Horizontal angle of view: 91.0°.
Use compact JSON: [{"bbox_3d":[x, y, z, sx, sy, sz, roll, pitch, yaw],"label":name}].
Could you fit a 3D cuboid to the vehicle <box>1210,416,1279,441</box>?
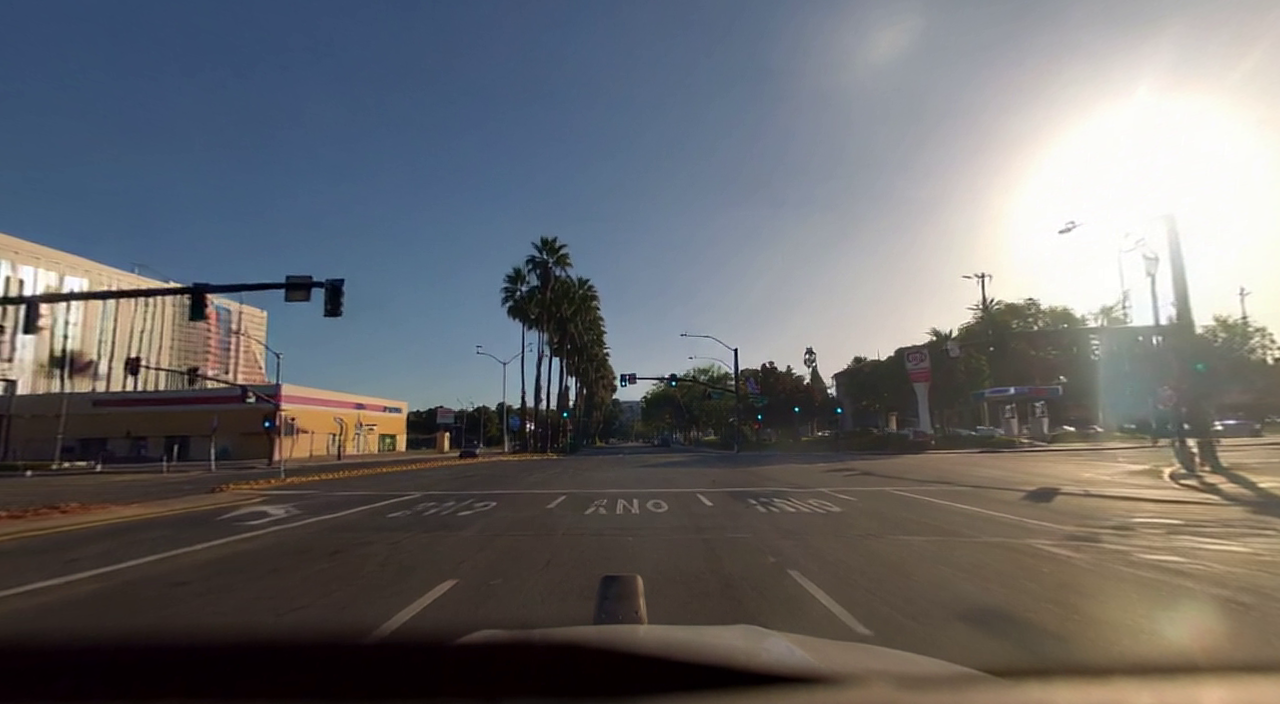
[{"bbox_3d":[48.866,6.134,49.972,1.950,1.830,5.267,1,-9,-6],"label":"vehicle"}]
